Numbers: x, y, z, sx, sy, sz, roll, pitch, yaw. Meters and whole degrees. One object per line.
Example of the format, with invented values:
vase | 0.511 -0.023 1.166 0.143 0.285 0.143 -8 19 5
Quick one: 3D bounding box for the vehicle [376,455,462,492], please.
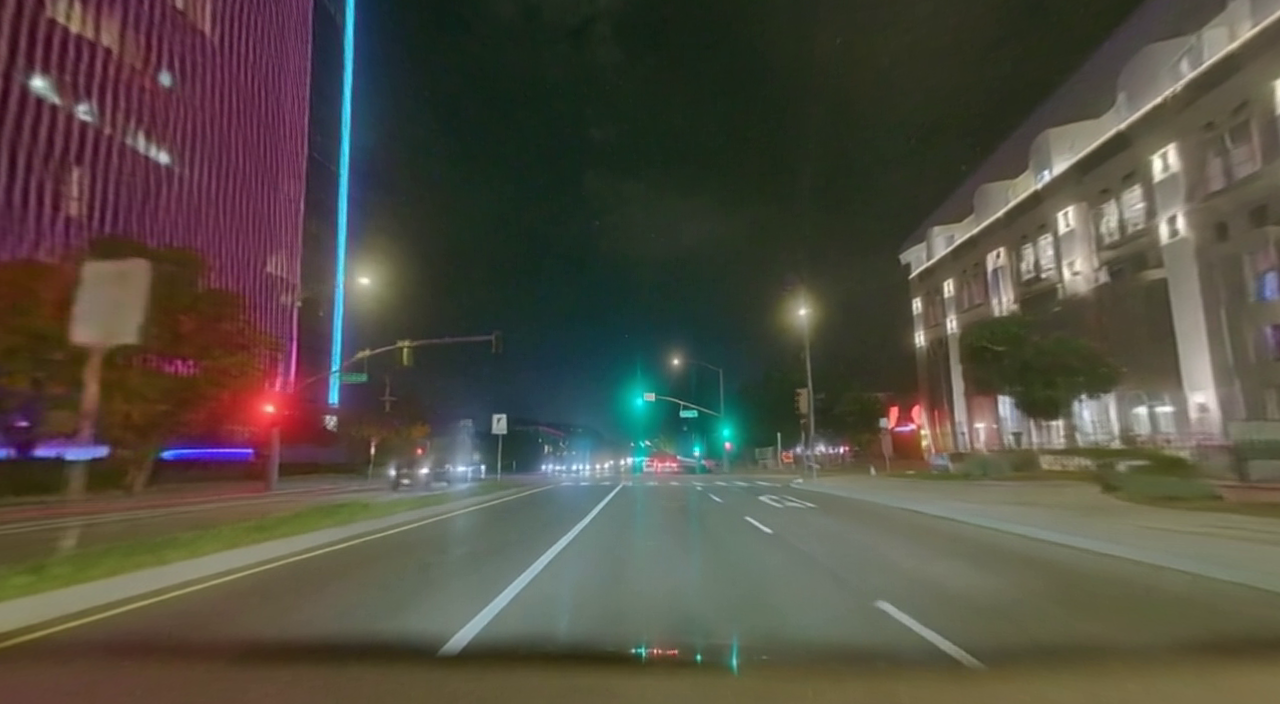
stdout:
vehicle | -9.954 5.501 28.843 2.004 1.469 4.724 -1 -9 3
